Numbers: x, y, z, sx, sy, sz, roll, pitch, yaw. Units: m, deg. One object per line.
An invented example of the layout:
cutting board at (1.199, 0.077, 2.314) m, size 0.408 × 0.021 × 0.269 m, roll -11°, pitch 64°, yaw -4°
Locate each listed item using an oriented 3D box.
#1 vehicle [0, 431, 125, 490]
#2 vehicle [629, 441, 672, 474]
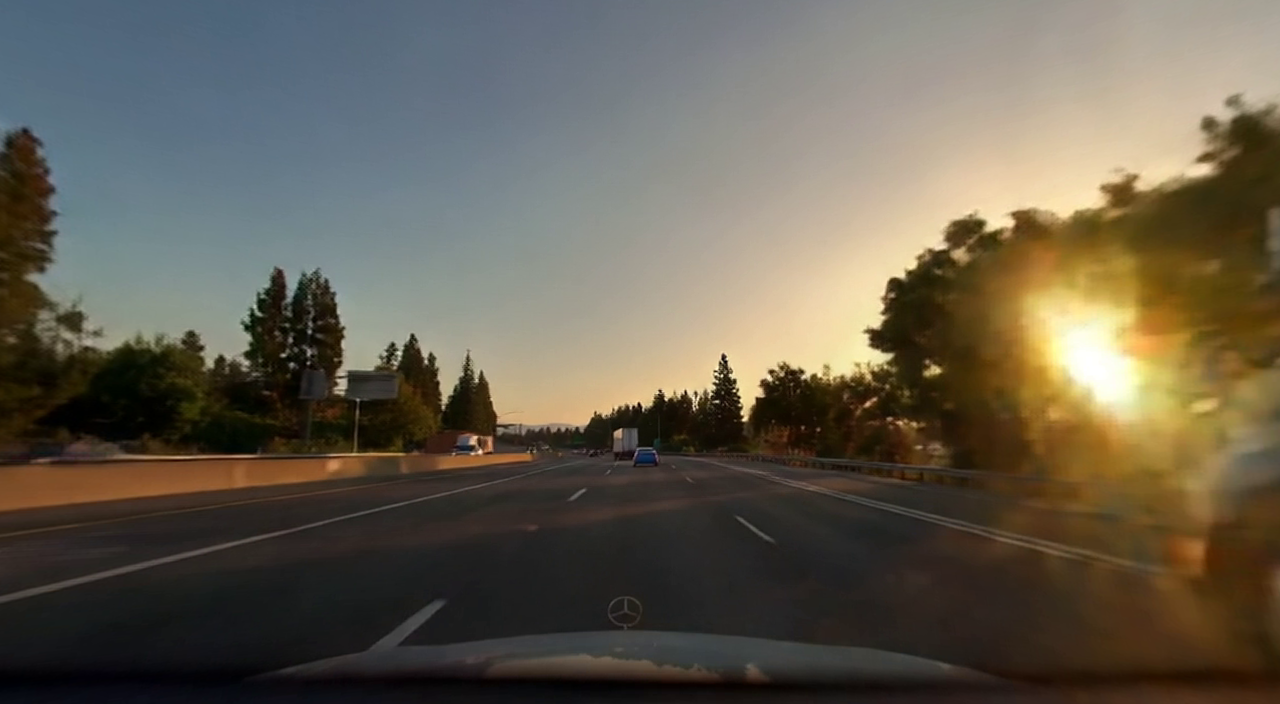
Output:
vehicle at (-17.882, 3.115, 18.373) m, size 1.885 × 1.542 × 4.520 m, roll 0°, pitch -8°, yaw 1°
vehicle at (0.451, 5.246, 31.641) m, size 2.042 × 1.528 × 4.300 m, roll 0°, pitch -8°, yaw -1°
